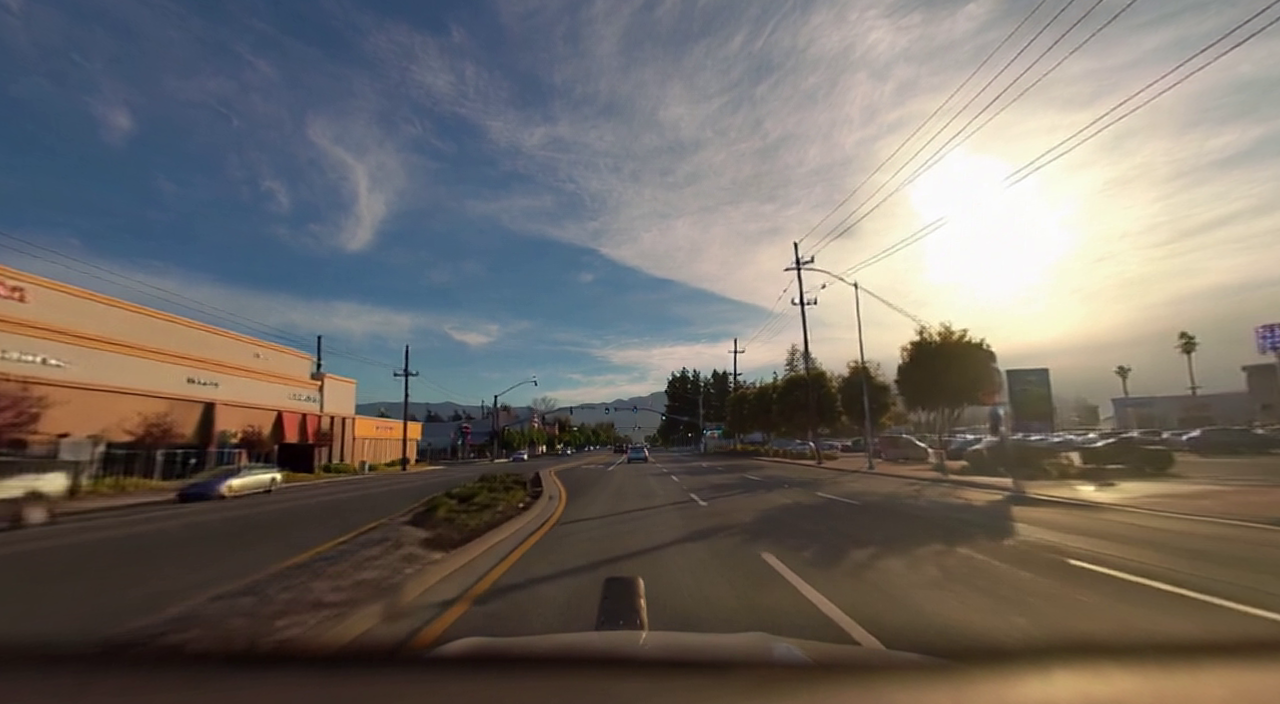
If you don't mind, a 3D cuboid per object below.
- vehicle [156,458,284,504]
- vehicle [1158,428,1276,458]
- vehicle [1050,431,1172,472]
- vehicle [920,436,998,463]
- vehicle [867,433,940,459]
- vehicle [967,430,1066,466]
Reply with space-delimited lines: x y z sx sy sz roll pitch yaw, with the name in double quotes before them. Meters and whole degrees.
"vehicle" -16.777 5.129 25.552 1.888 1.591 4.431 -1 -8 4
"vehicle" 31.757 5.035 34.872 4.446 1.560 1.943 -1 -8 2
"vehicle" 19.331 4.053 25.908 4.731 1.535 2.079 4 -10 -28
"vehicle" 19.413 5.917 38.469 4.238 1.561 1.922 4 -9 -25
"vehicle" 20.091 7.169 48.185 5.072 1.887 2.189 4 -9 -24
"vehicle" 19.158 4.860 32.123 4.630 1.704 2.063 4 -10 -27
